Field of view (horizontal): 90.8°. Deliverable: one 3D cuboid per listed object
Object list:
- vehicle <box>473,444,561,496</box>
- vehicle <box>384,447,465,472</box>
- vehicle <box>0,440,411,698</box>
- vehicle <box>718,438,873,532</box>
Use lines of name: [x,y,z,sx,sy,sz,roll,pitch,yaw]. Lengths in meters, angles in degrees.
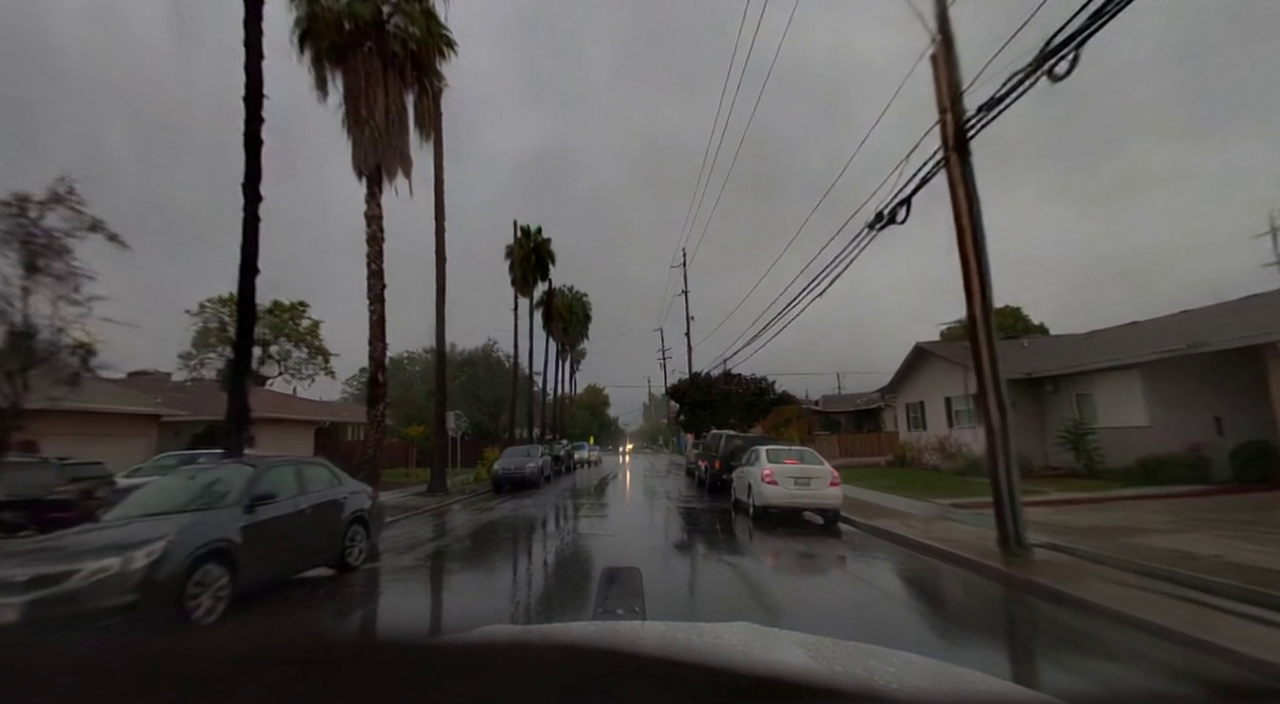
vehicle: [-4.186,4.092,22.331,2.123,1.636,4.481,-1,-9,1]
vehicle: [-13.269,6.612,38.973,4.300,1.489,1.850,-2,-9,12]
vehicle: [-4.120,1.705,6.343,1.814,1.548,4.802,0,-9,0]
vehicle: [2.740,2.432,12.133,1.881,1.460,4.007,0,-9,-1]
